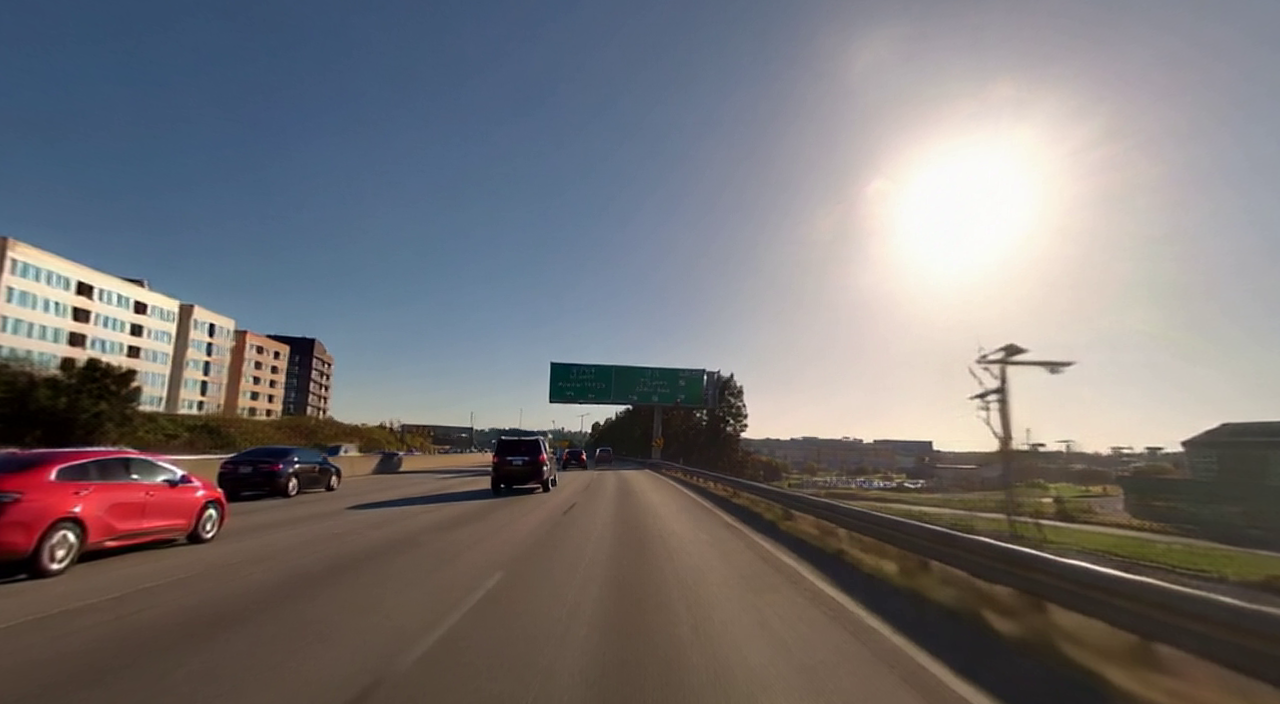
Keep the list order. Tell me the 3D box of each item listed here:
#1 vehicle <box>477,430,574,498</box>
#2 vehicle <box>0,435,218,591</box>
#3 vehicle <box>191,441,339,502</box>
[{"bbox_3d":[-3.678,3.689,21.363,2.301,1.985,5.247,0,-8,0],"label":"vehicle"},{"bbox_3d":[-7.144,1.778,7.573,1.796,1.509,3.393,0,-8,-1],"label":"vehicle"},{"bbox_3d":[-11.424,3.631,19.655,1.919,1.665,4.394,0,-8,-1],"label":"vehicle"}]
